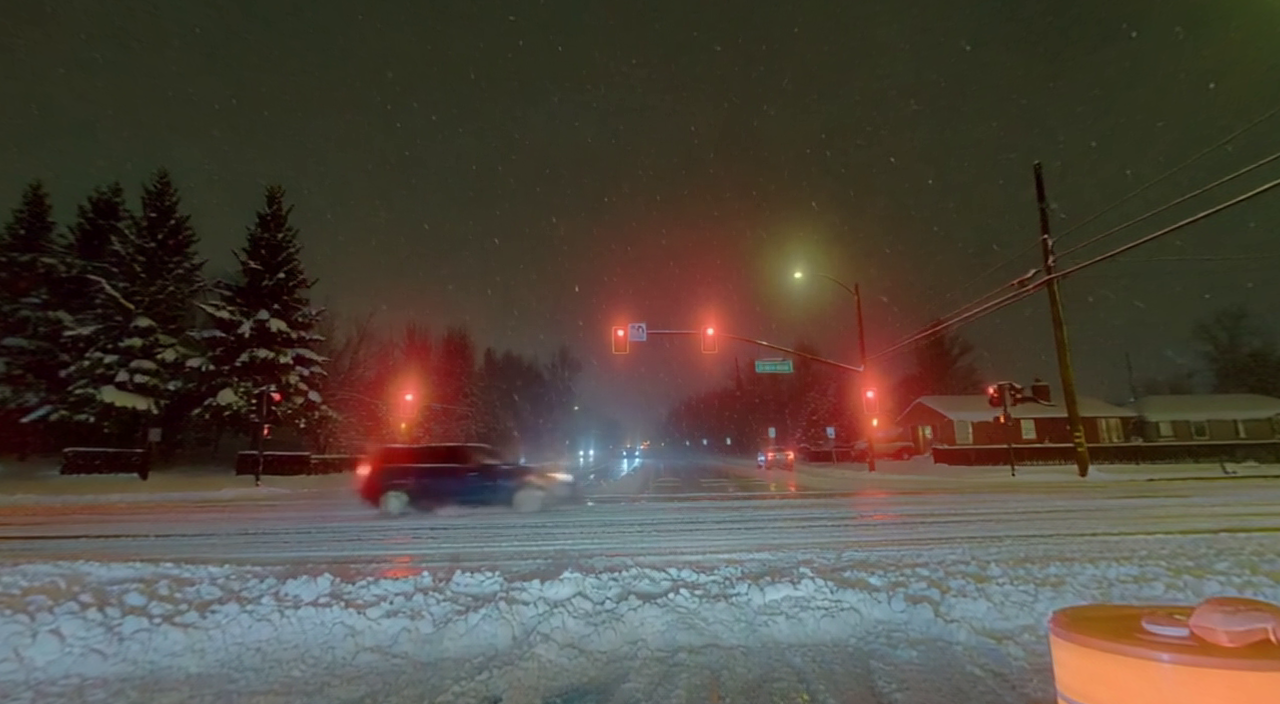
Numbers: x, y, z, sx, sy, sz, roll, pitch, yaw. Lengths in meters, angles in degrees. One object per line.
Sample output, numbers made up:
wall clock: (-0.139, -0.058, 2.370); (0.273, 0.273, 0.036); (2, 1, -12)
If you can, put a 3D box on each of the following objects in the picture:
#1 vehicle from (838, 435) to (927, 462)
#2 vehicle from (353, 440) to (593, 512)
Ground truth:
vehicle: (15.394, 6.179, 40.323); (4.892, 1.656, 1.856); (0, -8, 0)
vehicle: (-3.575, 2.758, 14.325); (4.860, 1.483, 2.077); (0, -8, 0)
